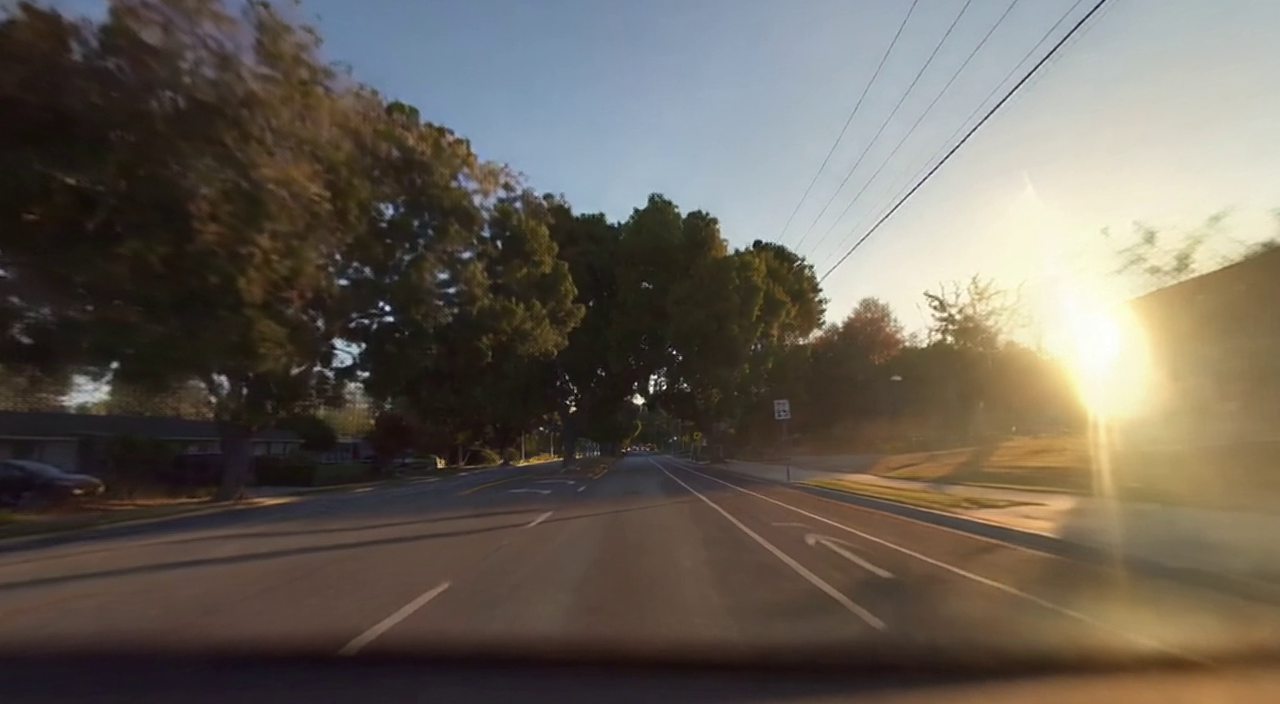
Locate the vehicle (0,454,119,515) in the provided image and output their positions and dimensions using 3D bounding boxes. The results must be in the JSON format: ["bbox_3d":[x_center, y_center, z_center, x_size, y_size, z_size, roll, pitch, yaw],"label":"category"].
[{"bbox_3d":[-20.223,4.209,20.370,4.761,1.812,2.206,0,-9,-1],"label":"vehicle"}]
